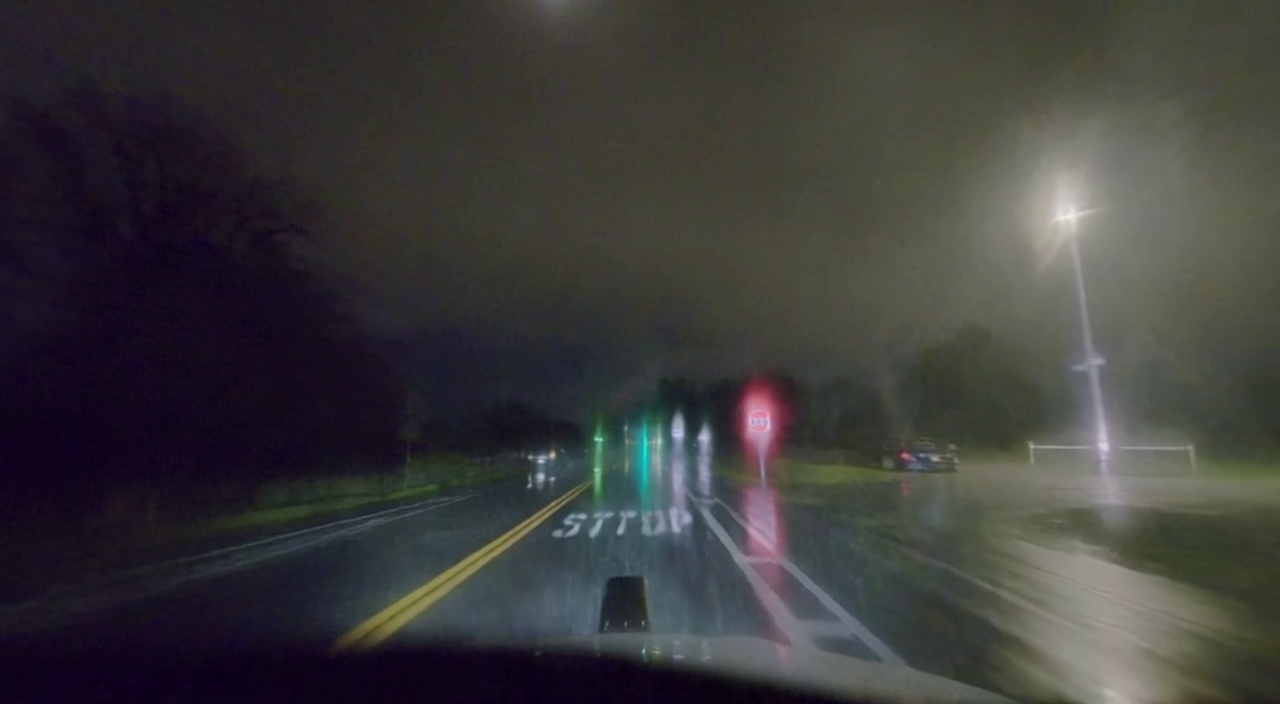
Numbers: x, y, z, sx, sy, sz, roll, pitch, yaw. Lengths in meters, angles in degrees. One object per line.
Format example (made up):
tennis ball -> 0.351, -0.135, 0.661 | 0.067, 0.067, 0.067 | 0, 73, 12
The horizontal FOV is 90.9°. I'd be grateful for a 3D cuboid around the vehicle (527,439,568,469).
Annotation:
vehicle -> -6.068, 6.830, 41.986 | 1.992, 1.797, 4.372 | -2, -10, 1
